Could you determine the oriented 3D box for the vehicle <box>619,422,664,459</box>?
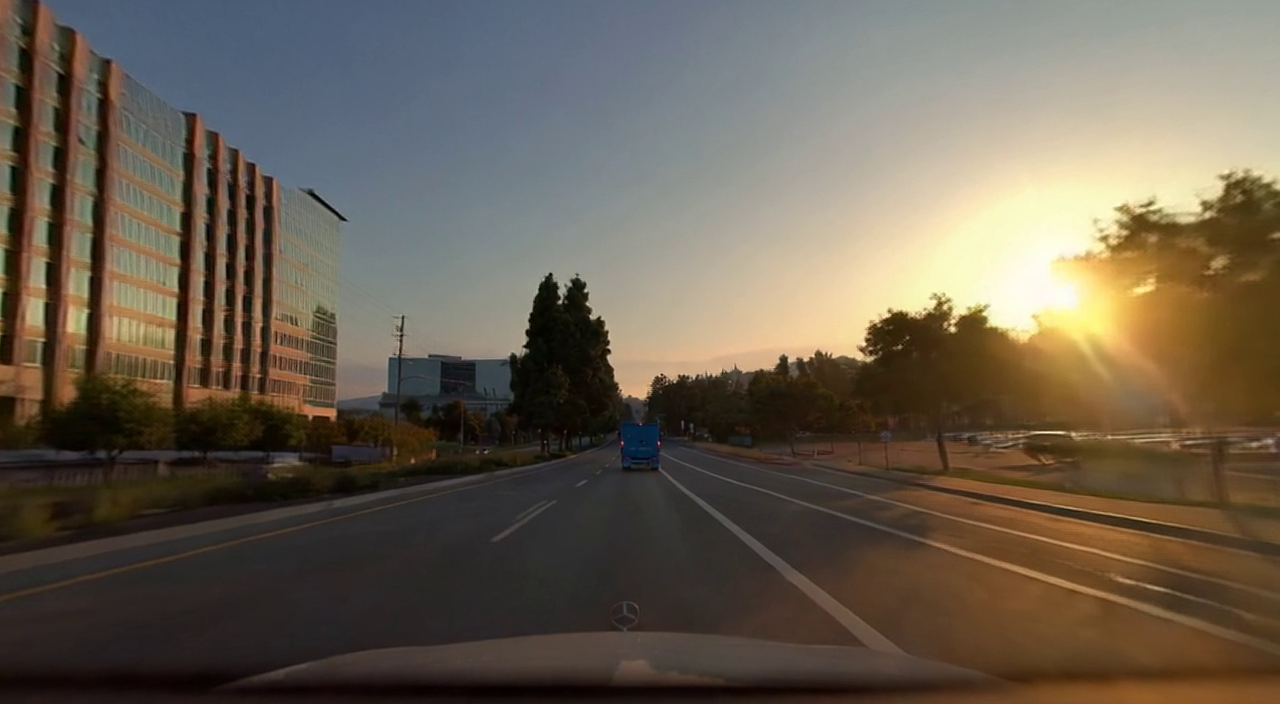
[{"bbox_3d":[0.009,4.880,34.624,2.178,1.829,4.932,0,-9,-3],"label":"vehicle"}]

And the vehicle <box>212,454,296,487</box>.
[{"bbox_3d":[-23.257,7.137,38.326,2.014,1.784,4.878,0,-9,0],"label":"vehicle"}]
